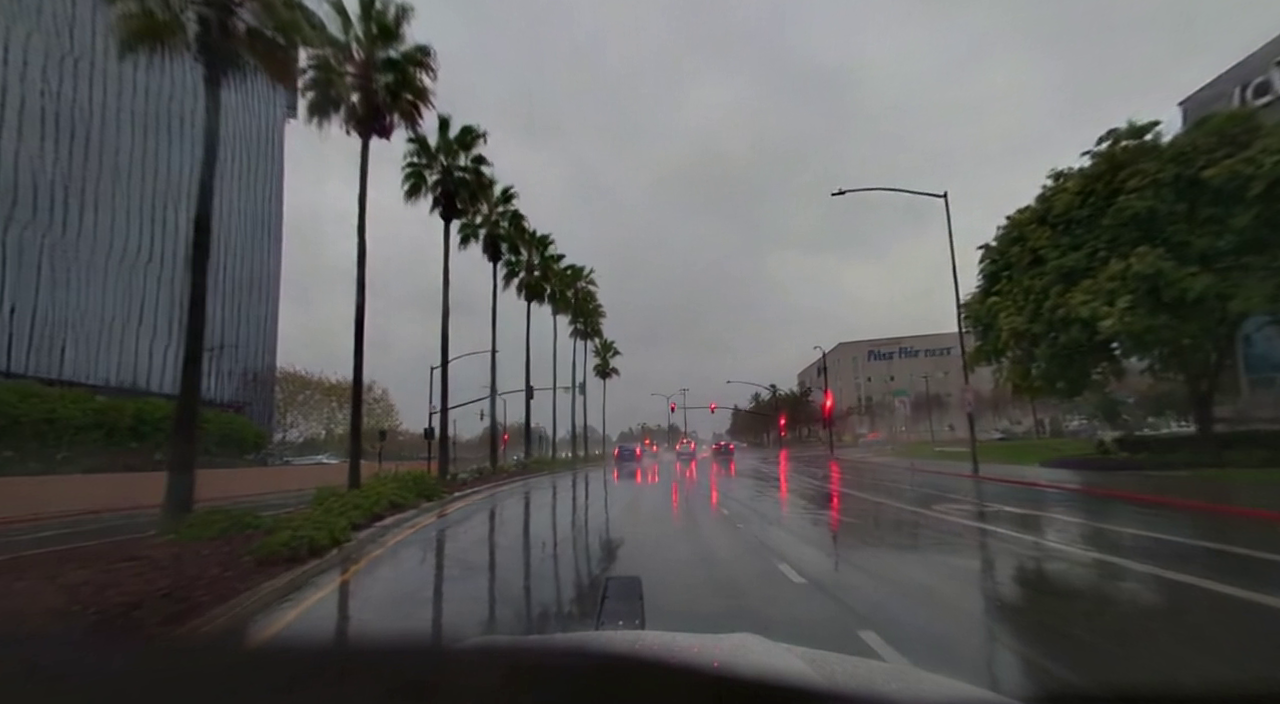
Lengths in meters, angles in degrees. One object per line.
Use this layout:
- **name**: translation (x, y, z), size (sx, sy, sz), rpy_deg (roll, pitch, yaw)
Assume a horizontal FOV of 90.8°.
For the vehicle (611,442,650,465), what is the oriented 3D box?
- **vehicle**: translation (-0.602, 7.034, 43.972), size (1.962, 1.480, 4.605), rpy_deg (-2, -9, 8)
